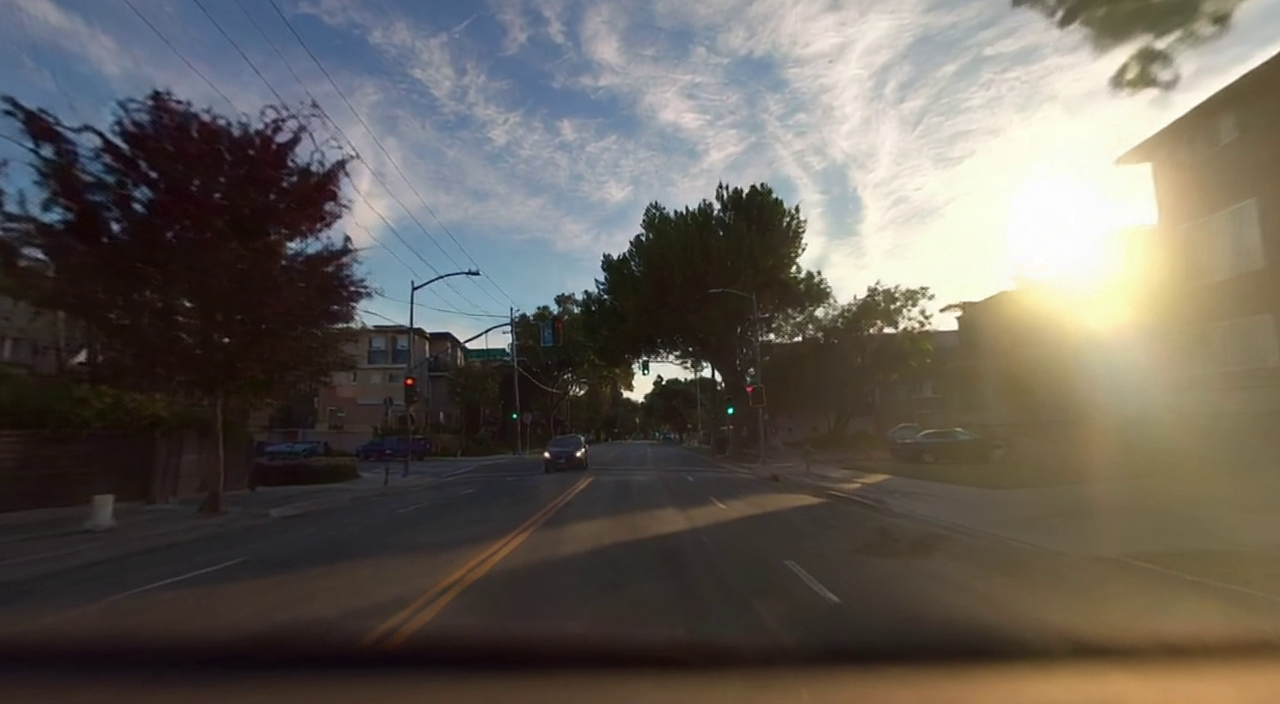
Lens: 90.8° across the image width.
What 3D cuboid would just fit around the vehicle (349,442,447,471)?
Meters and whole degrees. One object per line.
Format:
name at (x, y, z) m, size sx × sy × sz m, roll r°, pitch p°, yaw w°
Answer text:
vehicle at (-12.287, 5.320, 32.220) m, size 4.135 × 1.424 × 1.945 m, roll -1°, pitch -8°, yaw 6°

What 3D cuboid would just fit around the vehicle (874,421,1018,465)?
vehicle at (12.697, 3.801, 26.404) m, size 4.908 × 1.521 × 2.108 m, roll -2°, pitch -8°, yaw -5°

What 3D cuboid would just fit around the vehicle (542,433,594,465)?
vehicle at (-3.606, 4.977, 32.449) m, size 2.015 × 1.508 × 4.353 m, roll -1°, pitch -8°, yaw 2°
